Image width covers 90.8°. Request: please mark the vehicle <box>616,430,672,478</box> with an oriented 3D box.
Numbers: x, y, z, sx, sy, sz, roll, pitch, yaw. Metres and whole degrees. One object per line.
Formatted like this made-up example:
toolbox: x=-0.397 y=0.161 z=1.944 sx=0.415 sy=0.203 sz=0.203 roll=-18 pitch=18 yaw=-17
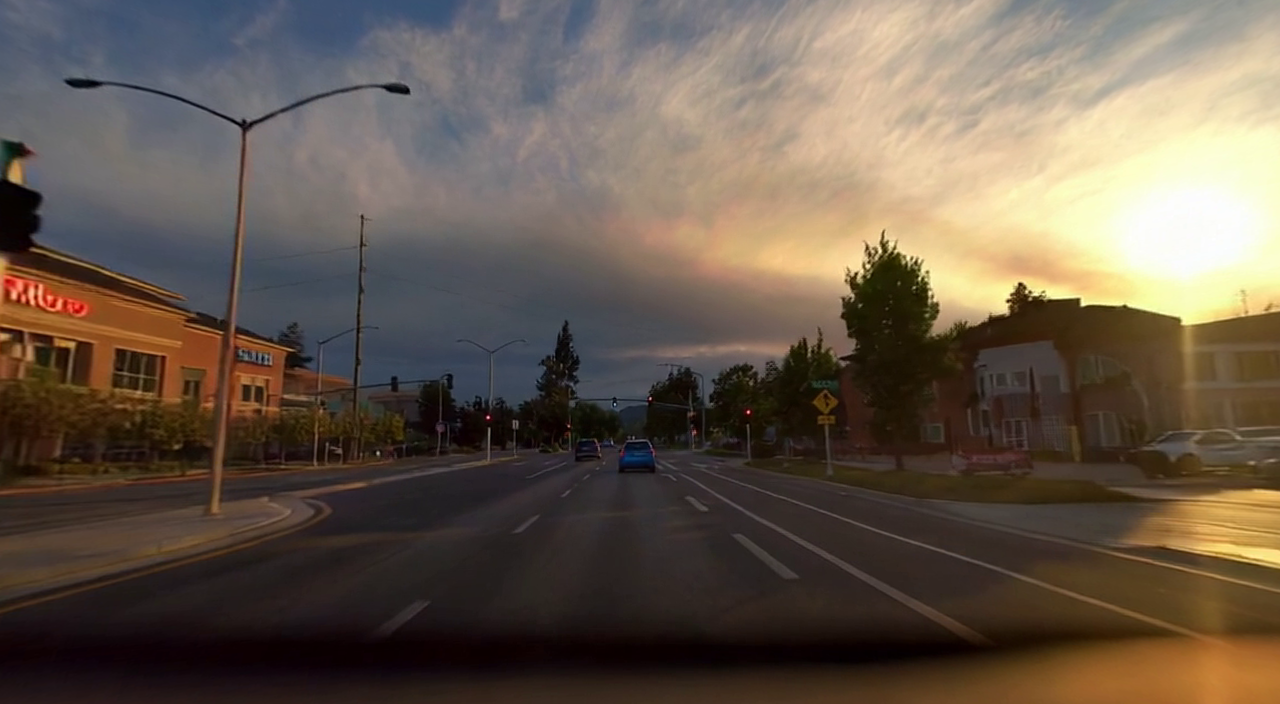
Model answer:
vehicle: x=0.128 y=4.553 z=28.381 sx=2.273 sy=1.909 sz=5.075 roll=0 pitch=-9 yaw=-1
